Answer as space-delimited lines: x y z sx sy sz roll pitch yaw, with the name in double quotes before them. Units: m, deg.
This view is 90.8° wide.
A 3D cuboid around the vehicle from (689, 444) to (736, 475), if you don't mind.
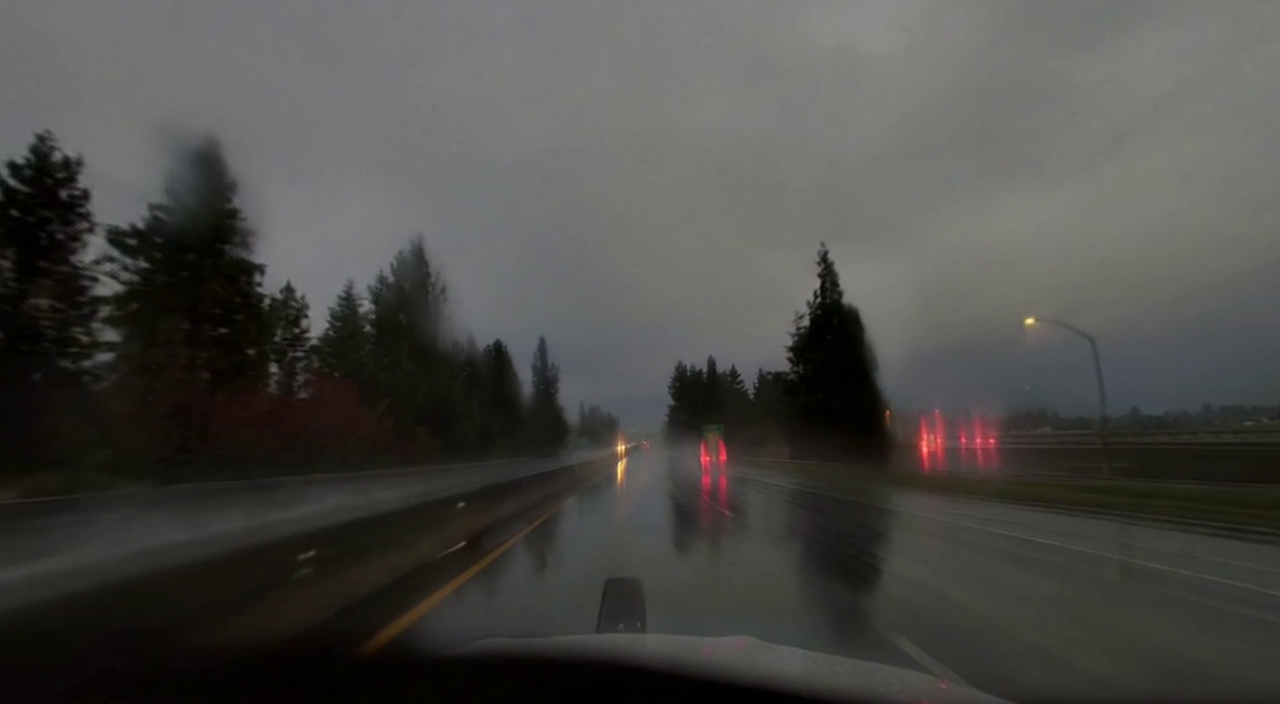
"vehicle" 3.978 5.983 35.271 2.013 1.584 3.995 0 -9 -1
